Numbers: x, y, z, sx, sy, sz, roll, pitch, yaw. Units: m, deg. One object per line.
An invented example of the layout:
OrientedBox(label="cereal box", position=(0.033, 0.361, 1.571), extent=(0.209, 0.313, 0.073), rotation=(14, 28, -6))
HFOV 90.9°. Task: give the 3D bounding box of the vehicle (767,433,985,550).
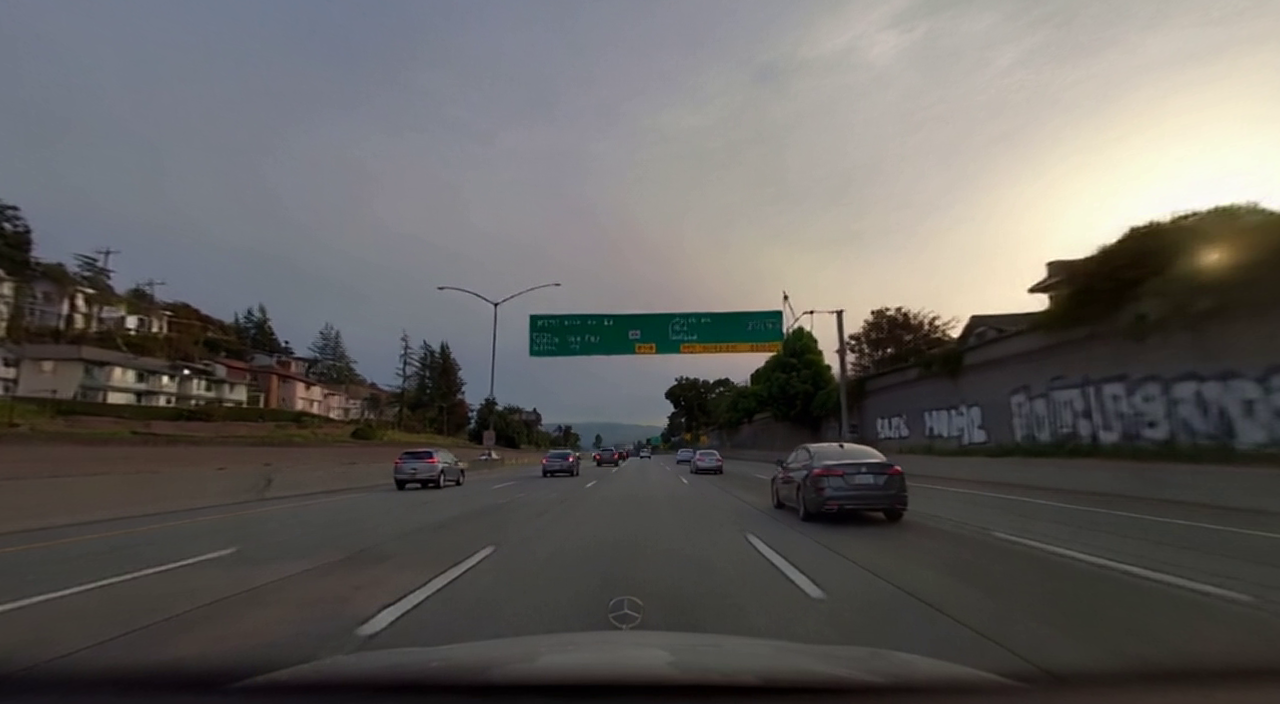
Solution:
OrientedBox(label="vehicle", position=(3.523, 2.137, 10.425), extent=(1.912, 1.509, 4.291), rotation=(0, -8, 0))

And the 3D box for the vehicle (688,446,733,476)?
OrientedBox(label="vehicle", position=(3.595, 5.662, 32.913), extent=(1.854, 1.438, 3.954), rotation=(0, -8, 0))

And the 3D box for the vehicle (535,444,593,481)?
OrientedBox(label="vehicle", position=(-3.458, 5.136, 29.637), extent=(2.136, 1.571, 4.285), rotation=(0, -8, 1))

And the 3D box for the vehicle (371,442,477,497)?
OrientedBox(label="vehicle", position=(-7.283, 3.961, 21.754), extent=(2.057, 1.681, 4.277), rotation=(0, -8, 1))
